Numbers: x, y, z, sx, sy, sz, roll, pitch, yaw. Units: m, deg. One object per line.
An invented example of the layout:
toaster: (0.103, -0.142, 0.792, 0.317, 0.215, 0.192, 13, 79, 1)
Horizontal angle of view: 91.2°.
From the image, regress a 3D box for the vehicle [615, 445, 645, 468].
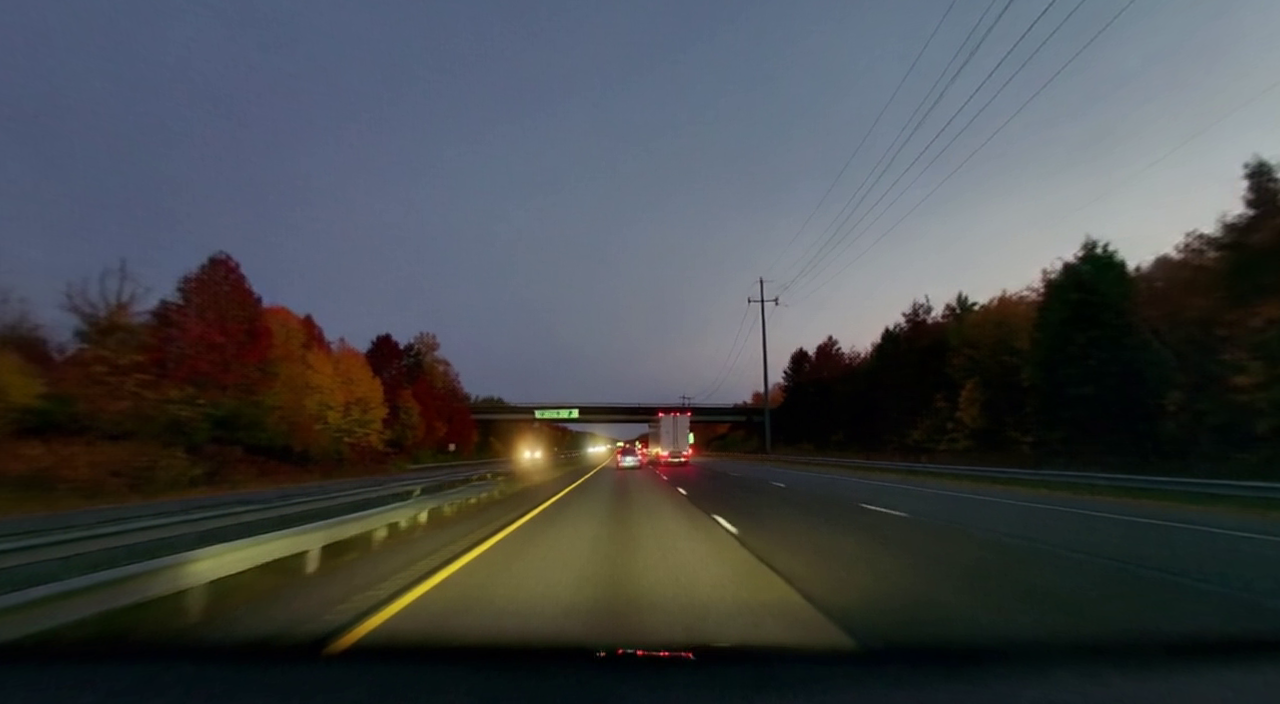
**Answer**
vehicle: (-0.726, 7.246, 43.503, 1.961, 1.454, 3.755, 0, -9, -2)
